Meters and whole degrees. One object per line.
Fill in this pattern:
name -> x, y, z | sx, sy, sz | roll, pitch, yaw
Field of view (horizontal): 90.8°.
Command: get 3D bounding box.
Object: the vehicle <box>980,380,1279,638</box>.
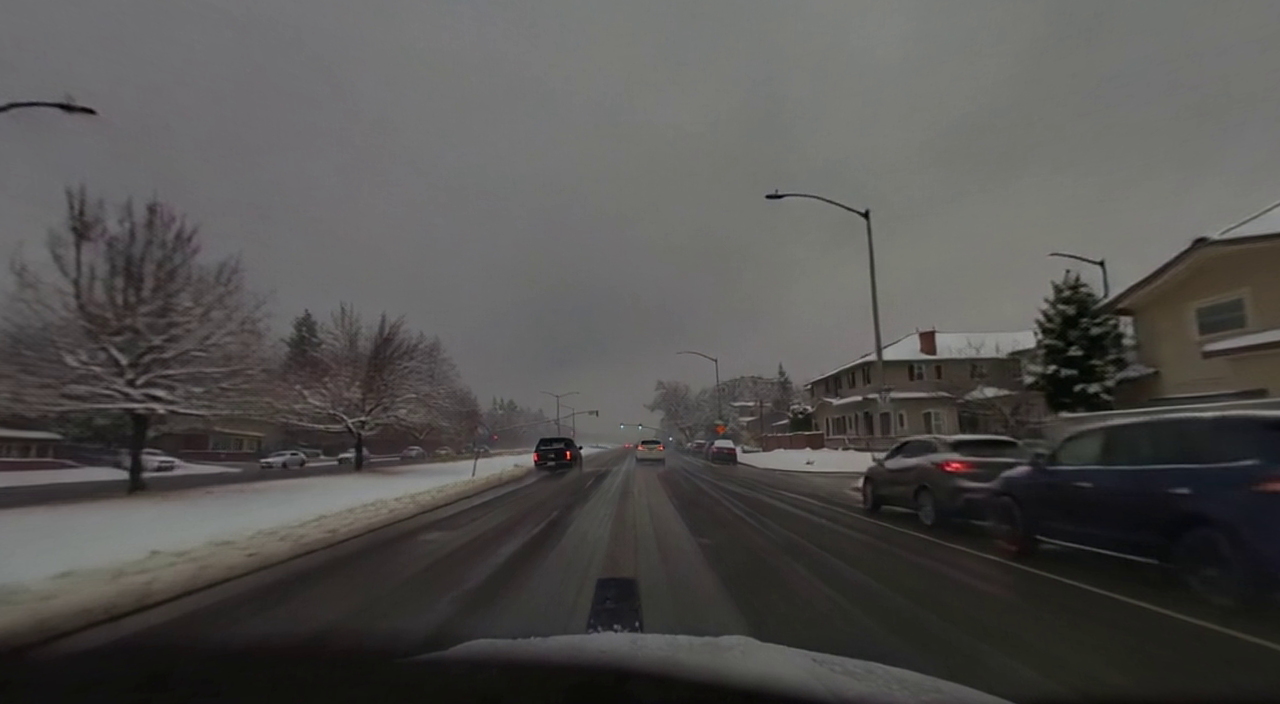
vehicle -> 5.822, 1.334, 5.839 | 2.217, 1.874, 5.660 | 0, -9, 0

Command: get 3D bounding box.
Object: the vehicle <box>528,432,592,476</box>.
vehicle -> -3.434, 4.532, 28.094 | 2.233, 1.775, 4.491 | 0, -9, 0

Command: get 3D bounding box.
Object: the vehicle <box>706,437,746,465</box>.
vehicle -> 5.950, 6.949, 44.386 | 2.154, 1.824, 4.782 | 0, -9, 0

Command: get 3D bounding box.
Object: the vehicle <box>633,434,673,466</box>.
vehicle -> 0.736, 6.016, 38.841 | 2.273, 1.851, 5.075 | 0, -9, 0

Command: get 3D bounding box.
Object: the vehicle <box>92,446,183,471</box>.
vehicle -> -31.000, 6.568, 39.072 | 4.068, 1.522, 1.726 | 0, -9, -1

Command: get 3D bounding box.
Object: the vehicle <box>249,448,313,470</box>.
vehicle -> -25.506, 7.618, 45.031 | 1.839, 1.463, 4.705 | 0, -9, -1
